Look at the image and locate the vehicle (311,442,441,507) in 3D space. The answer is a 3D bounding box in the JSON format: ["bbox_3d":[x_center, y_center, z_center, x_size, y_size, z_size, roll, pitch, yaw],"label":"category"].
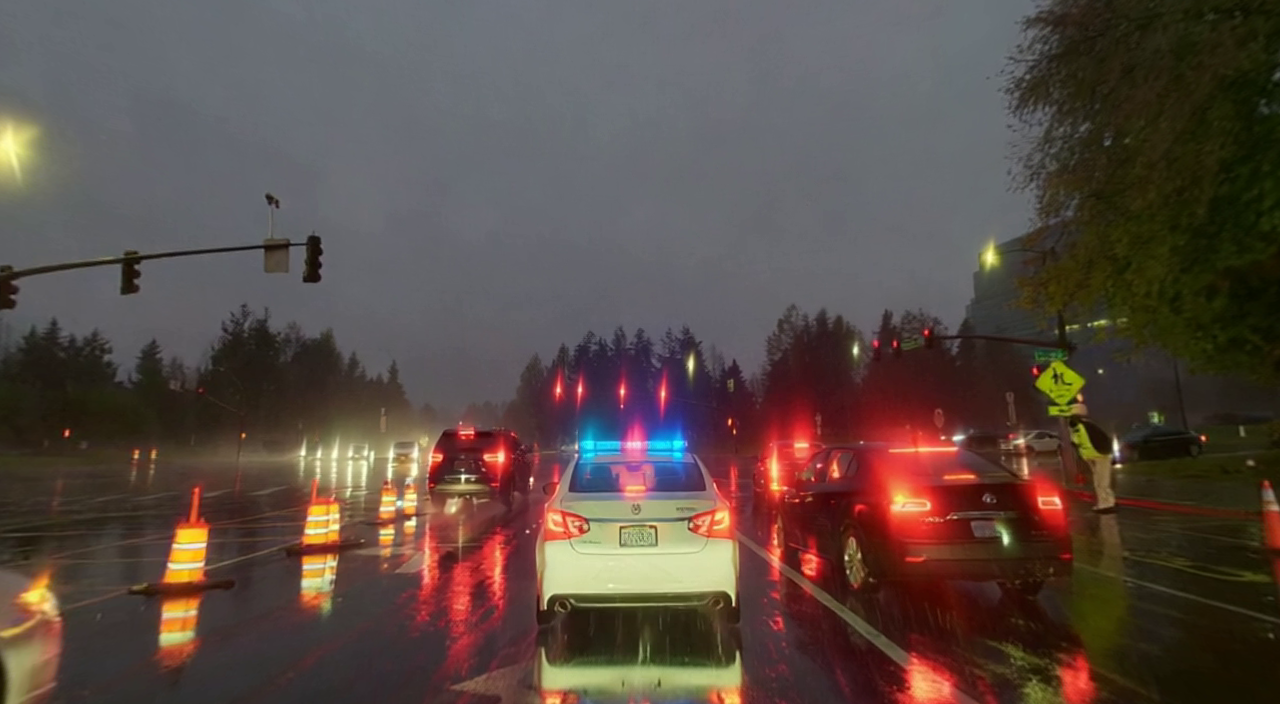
[{"bbox_3d":[-6.556,3.043,16.056,1.825,1.460,3.365,0,-9,0],"label":"vehicle"}]

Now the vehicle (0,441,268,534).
[{"bbox_3d":[-9.807,2.572,12.656,1.858,1.494,4.578,0,-8,0],"label":"vehicle"}]

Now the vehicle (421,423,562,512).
[{"bbox_3d":[-3.323,2.701,15.212,2.096,1.789,4.719,0,-8,2],"label":"vehicle"}]

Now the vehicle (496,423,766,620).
[{"bbox_3d":[-0.124,1.627,7.068,2.061,1.486,4.332,0,-8,-2],"label":"vehicle"}]

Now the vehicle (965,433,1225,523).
[{"bbox_3d":[9.334,2.587,13.589,1.957,1.576,4.670,0,-9,-3],"label":"vehicle"}]
